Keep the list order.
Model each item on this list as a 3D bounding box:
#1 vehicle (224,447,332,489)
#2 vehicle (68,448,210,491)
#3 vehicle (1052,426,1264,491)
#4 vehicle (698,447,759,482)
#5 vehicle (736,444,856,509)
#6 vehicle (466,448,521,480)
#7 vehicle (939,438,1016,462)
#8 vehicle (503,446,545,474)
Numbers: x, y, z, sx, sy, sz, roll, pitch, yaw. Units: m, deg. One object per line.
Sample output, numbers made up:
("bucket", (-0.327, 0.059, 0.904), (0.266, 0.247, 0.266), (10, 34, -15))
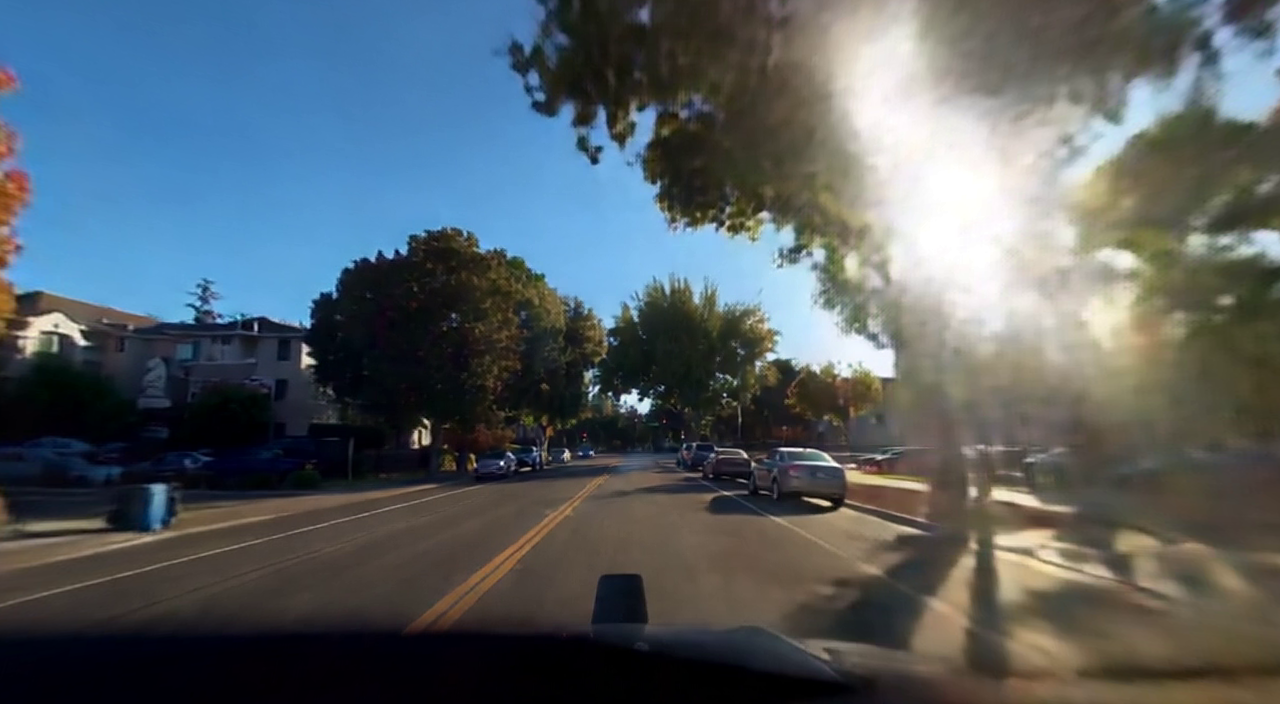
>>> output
("vehicle", (-14.252, 4.545, 25.052), (1.921, 1.518, 3.799), (0, -9, 2))
("vehicle", (-20.129, 4.747, 25.627), (1.880, 1.510, 4.758), (-2, -10, 0))
("vehicle", (12.725, 2.623, 15.634), (3.731, 1.491, 1.678), (0, -9, -1))
("vehicle", (3.856, 4.982, 28.182), (2.036, 1.405, 4.312), (0, -9, -1))
("vehicle", (3.962, 3.238, 16.941), (2.005, 1.466, 4.767), (0, -9, 0))
("vehicle", (-7.619, 5.857, 33.083), (1.976, 1.554, 3.654), (0, -9, 1))
("vehicle", (25.511, 7.437, 47.633), (4.572, 1.771, 2.081), (0, -9, 1))
("vehicle", (-7.603, 7.084, 41.647), (1.994, 1.718, 4.518), (0, -9, -1))
